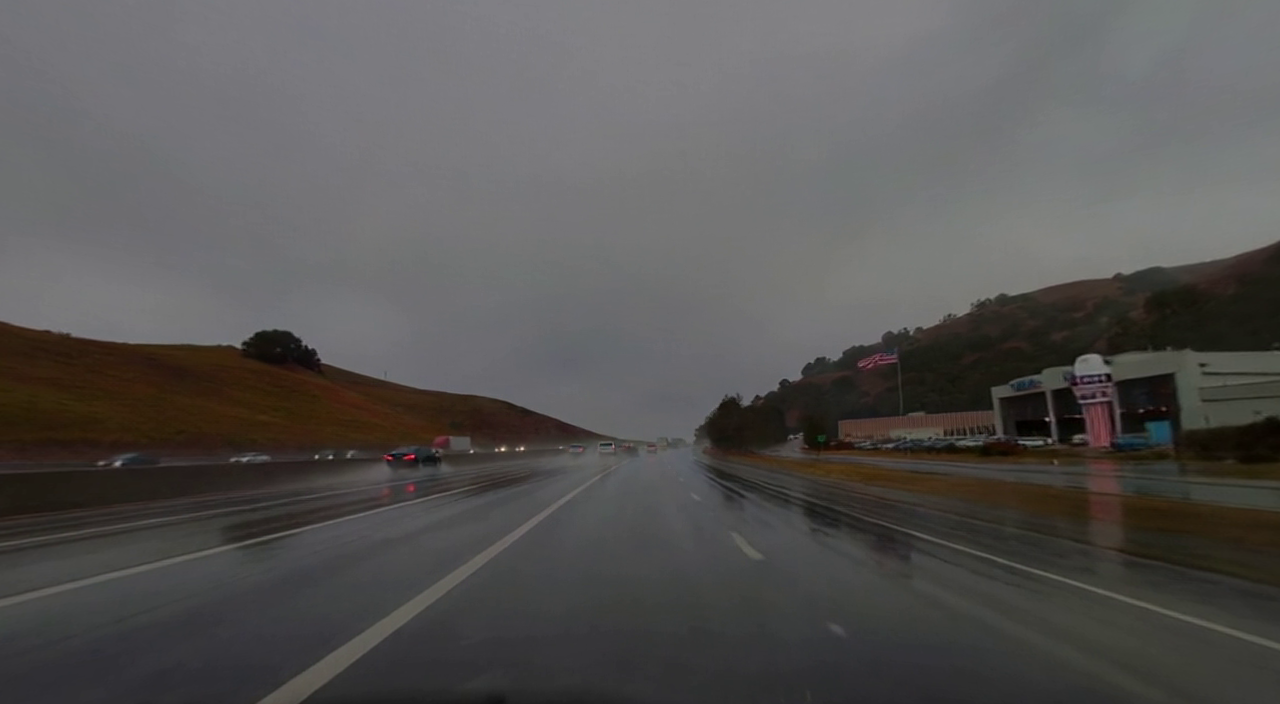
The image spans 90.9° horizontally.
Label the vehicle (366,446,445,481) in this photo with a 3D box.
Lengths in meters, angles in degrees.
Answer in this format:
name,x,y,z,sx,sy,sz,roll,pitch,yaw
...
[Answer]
name,x,y,z,sx,sy,sz,roll,pitch,yaw
vehicle,-10.943,5.211,29.819,1.927,1.454,4.395,-1,-8,2
